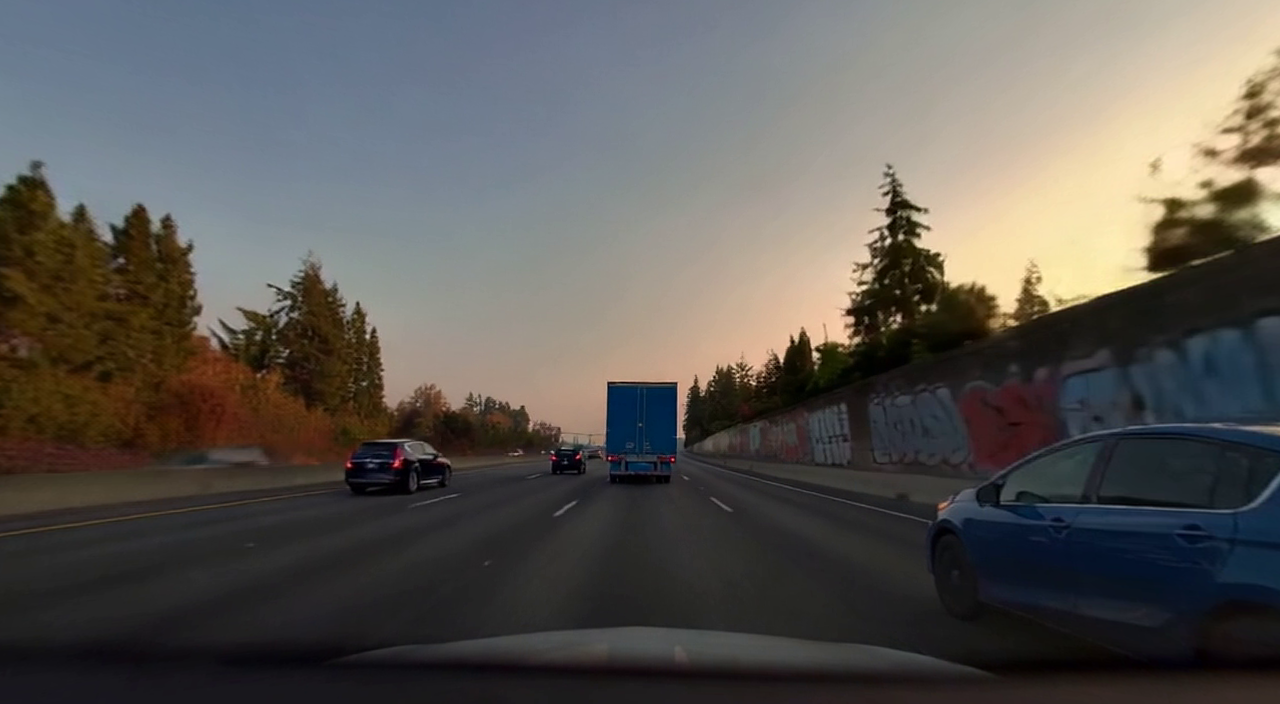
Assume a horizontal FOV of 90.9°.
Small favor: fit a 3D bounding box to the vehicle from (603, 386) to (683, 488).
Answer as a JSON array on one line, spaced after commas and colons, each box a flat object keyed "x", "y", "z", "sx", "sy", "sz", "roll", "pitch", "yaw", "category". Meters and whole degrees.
[{"x": 0.060, "y": 3.843, "z": 27.797, "sx": 2.915, "sy": 3.661, "sz": 9.741, "roll": 0, "pitch": -9, "yaw": -1, "category": "vehicle"}]

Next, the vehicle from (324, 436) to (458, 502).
[{"x": -6.717, "y": 3.200, "z": 17.561, "sx": 2.005, "sy": 1.607, "sz": 4.042, "roll": 0, "pitch": -9, "yaw": 1, "category": "vehicle"}]

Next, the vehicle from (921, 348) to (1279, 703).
[{"x": 3.704, "y": 0.986, "z": 3.512, "sx": 2.205, "sy": 1.689, "sz": 4.403, "roll": 0, "pitch": -9, "yaw": 0, "category": "vehicle"}]

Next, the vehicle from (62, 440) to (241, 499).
[{"x": -14.008, "y": 3.382, "z": 18.425, "sx": 2.003, "sy": 1.516, "sz": 3.922, "roll": 0, "pitch": -9, "yaw": 1, "category": "vehicle"}]

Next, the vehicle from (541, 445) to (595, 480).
[{"x": -3.311, "y": 5.188, "z": 29.865, "sx": 2.020, "sy": 1.505, "sz": 4.171, "roll": 0, "pitch": -9, "yaw": 1, "category": "vehicle"}]
